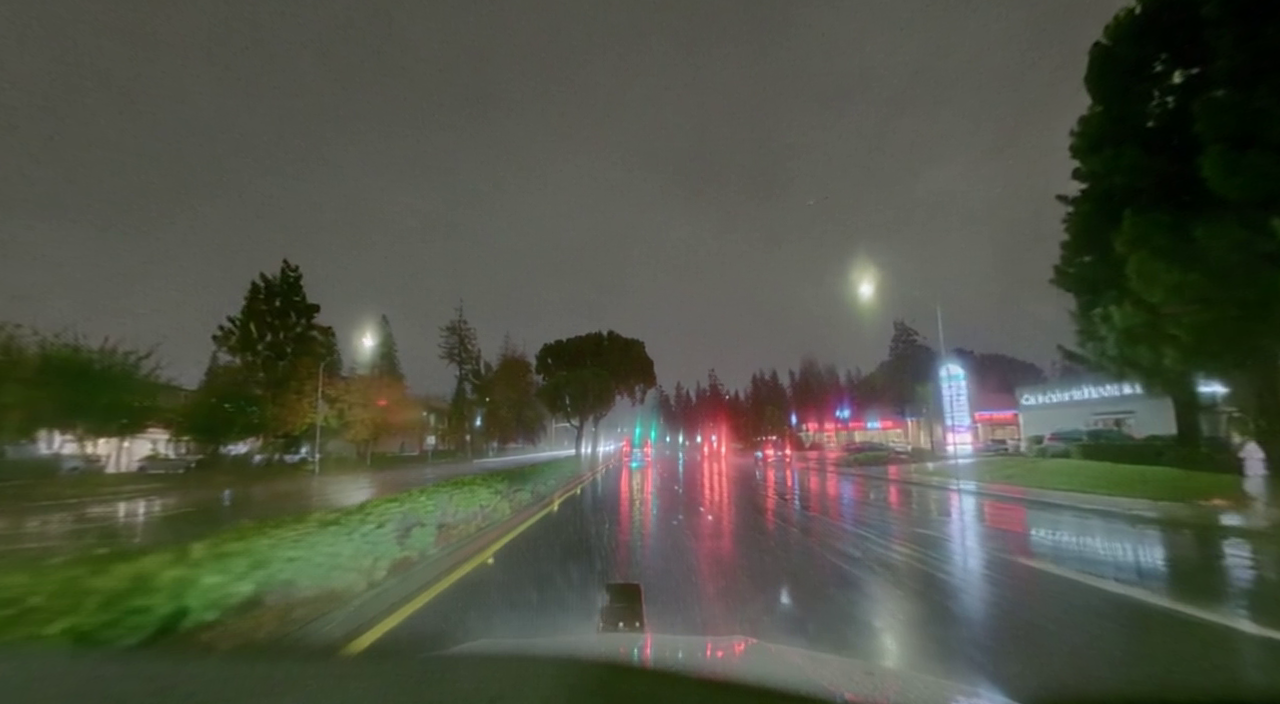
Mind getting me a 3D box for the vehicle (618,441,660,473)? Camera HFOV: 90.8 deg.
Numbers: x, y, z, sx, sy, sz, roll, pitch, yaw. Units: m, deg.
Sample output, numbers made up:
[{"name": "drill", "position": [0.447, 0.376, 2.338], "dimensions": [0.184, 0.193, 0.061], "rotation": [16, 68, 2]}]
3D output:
[{"name": "vehicle", "position": [-0.079, 5.536, 33.613], "dimensions": [2.072, 1.545, 4.578], "rotation": [0, -8, 0]}]
